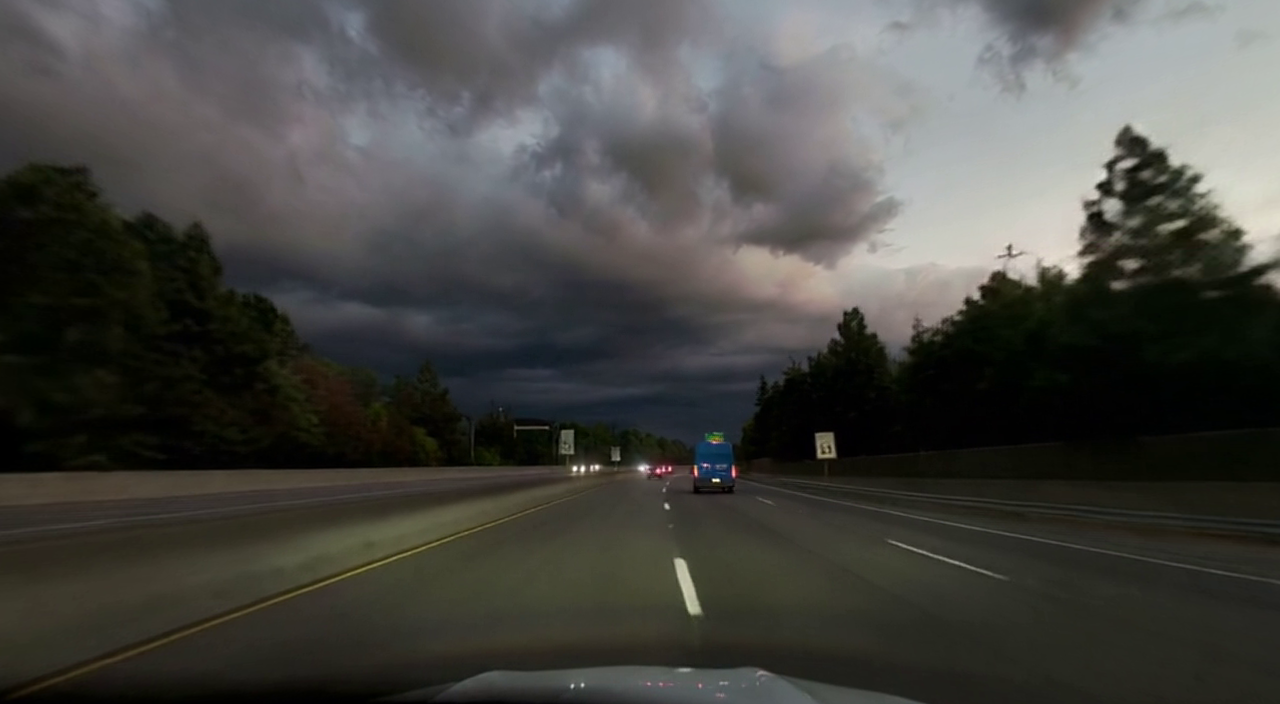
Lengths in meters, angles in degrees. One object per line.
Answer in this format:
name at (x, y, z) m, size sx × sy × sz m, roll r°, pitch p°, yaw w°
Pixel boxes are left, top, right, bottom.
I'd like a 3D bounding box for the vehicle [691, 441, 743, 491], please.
vehicle at (4.278, 6.571, 36.180) m, size 2.366 × 2.595 × 5.793 m, roll 0°, pitch -11°, yaw 1°
